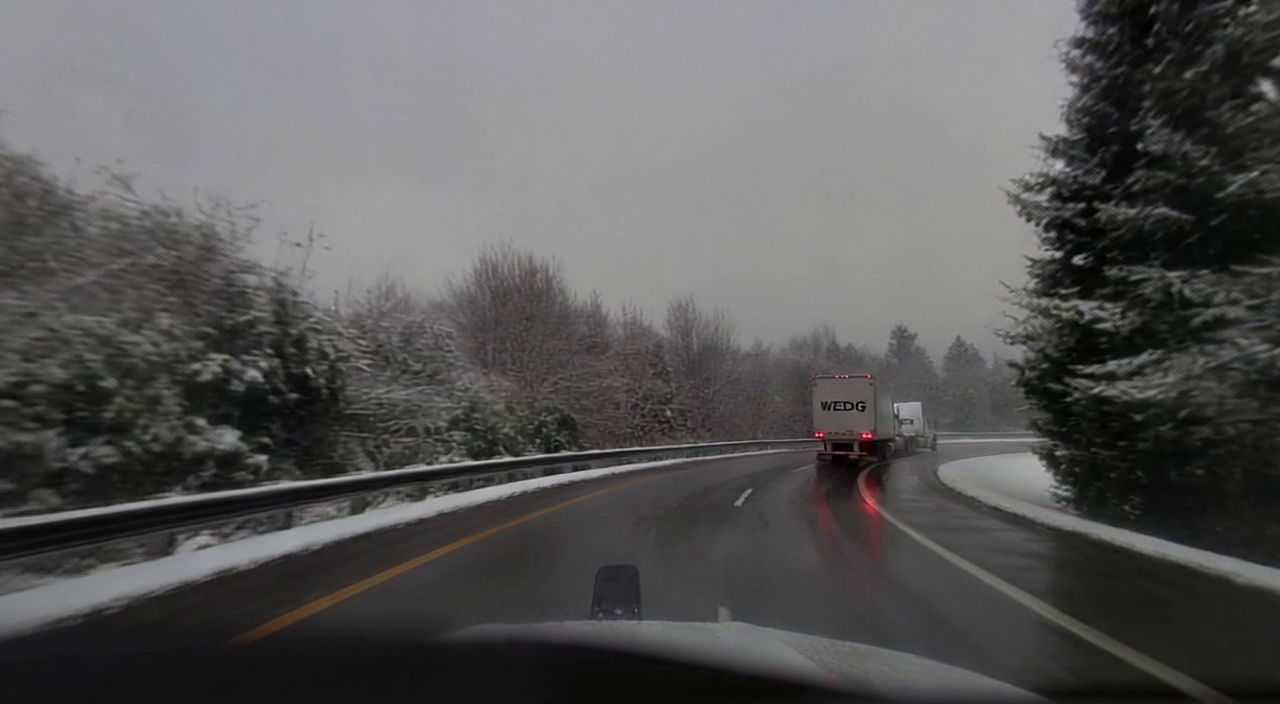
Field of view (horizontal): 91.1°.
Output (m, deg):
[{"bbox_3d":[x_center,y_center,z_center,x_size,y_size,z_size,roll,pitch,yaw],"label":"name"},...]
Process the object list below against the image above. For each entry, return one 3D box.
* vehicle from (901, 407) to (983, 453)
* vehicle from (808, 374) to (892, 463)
[{"bbox_3d":[18.457,4.783,38.180,6.650,2.524,2.120,8,-11,-43],"label":"vehicle"},{"bbox_3d":[9.620,3.071,28.743,2.963,3.771,3.137,-4,-9,29],"label":"vehicle"}]
